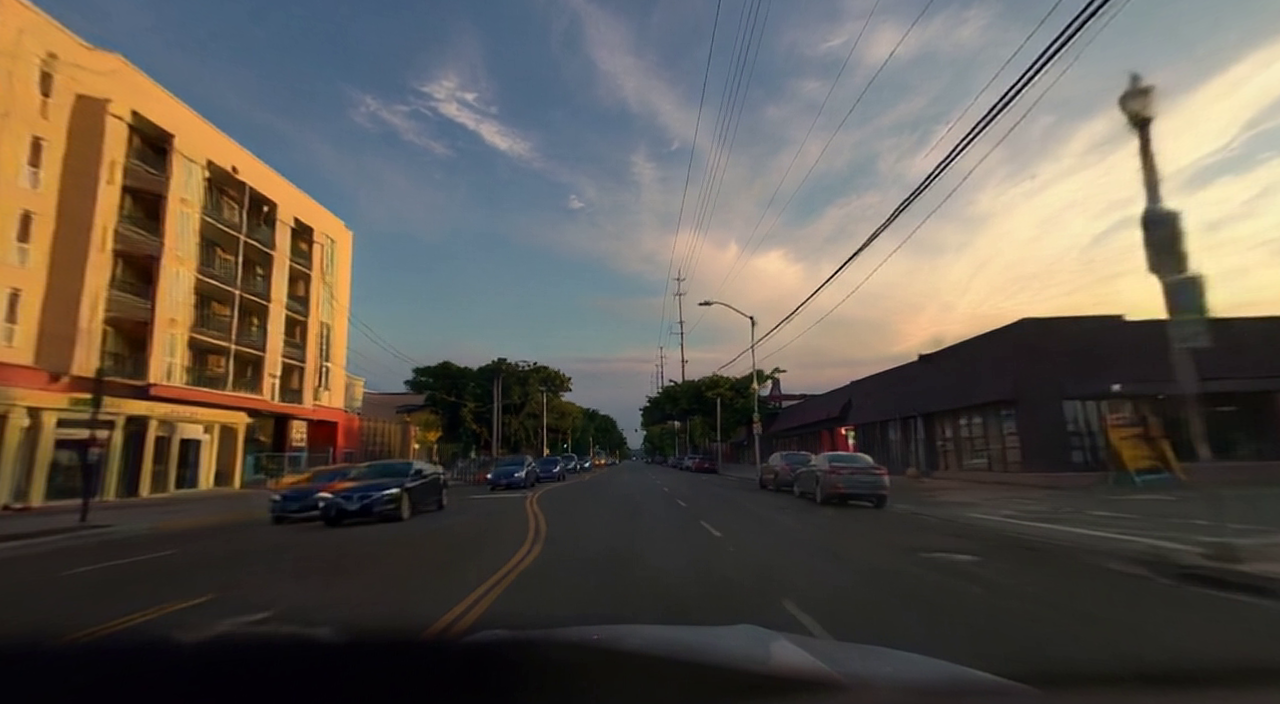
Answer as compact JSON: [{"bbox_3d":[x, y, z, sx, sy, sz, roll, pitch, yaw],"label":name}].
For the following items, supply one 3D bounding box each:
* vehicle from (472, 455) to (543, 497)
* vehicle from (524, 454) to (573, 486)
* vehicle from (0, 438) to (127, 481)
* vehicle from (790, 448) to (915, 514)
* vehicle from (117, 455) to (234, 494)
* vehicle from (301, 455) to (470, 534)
[{"bbox_3d":[-5.336,5.028,25.952,1.949,1.533,3.864,-1,-9,2],"label":"vehicle"},{"bbox_3d":[-5.104,6.646,35.919,1.950,1.636,4.253,-1,-9,3],"label":"vehicle"},{"bbox_3d":[-33.809,6.114,36.536,2.014,2.203,6.002,-3,-8,22],"label":"vehicle"},{"bbox_3d":[5.774,3.529,17.835,1.957,1.572,4.418,0,-9,0],"label":"vehicle"},{"bbox_3d":[-23.145,6.058,31.687,1.771,1.718,4.249,-5,-9,27],"label":"vehicle"},{"bbox_3d":[-5.617,3.178,14.667,2.052,1.481,4.248,-1,-8,2],"label":"vehicle"}]
